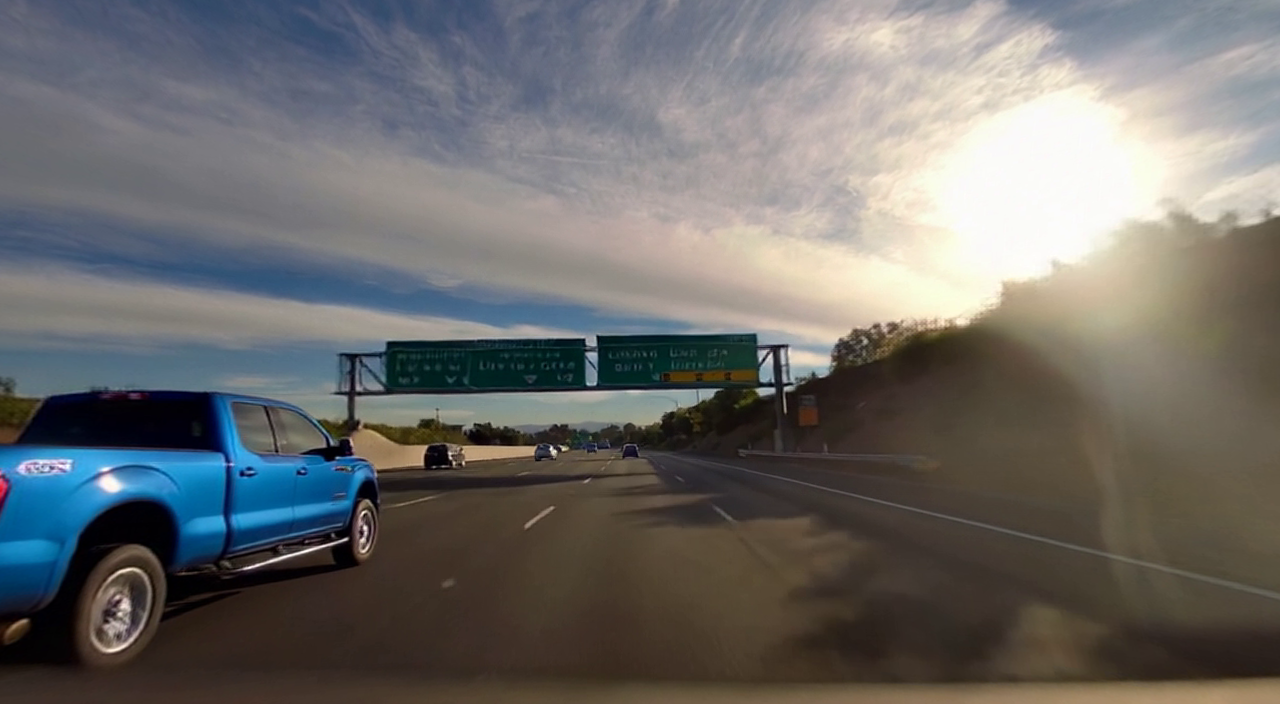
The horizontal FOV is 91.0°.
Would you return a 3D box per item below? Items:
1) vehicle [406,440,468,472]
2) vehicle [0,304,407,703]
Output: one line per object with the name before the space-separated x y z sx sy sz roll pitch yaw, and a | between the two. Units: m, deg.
vehicle | -11.559 5.931 36.164 2.106 1.692 4.458 0 -9 -1
vehicle | -4.295 1.098 5.195 2.339 2.004 6.171 0 -9 0
